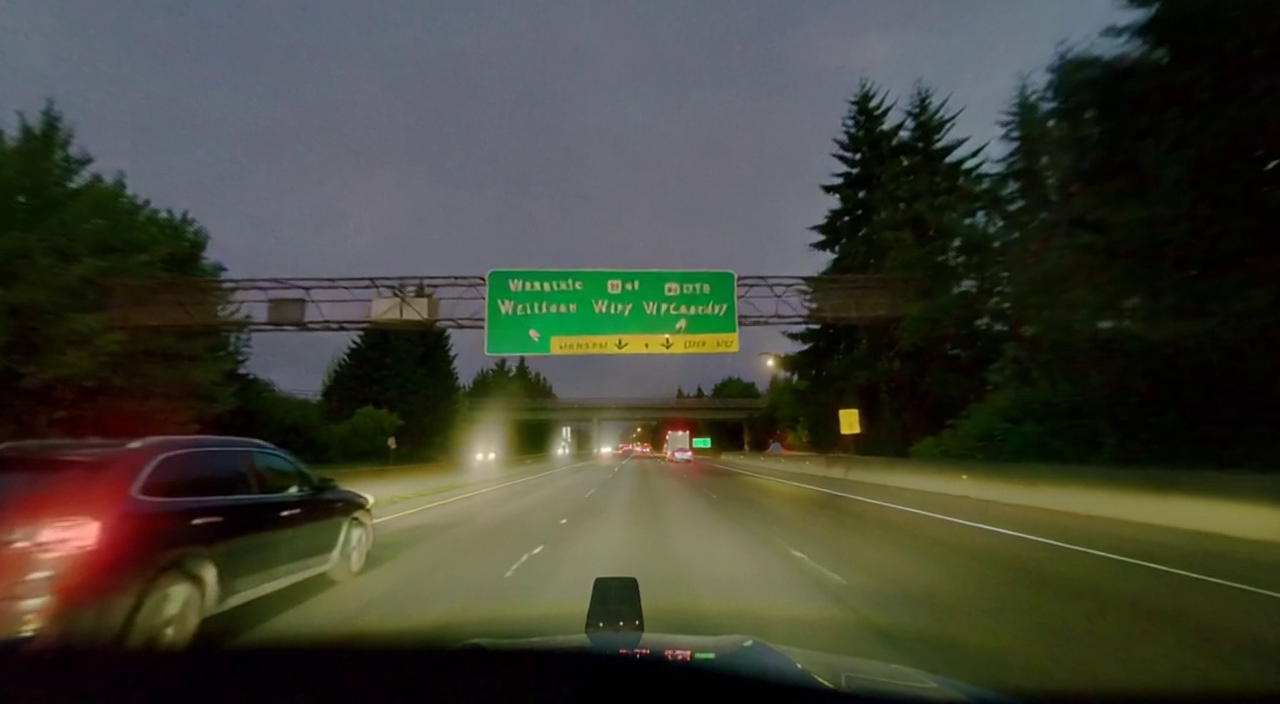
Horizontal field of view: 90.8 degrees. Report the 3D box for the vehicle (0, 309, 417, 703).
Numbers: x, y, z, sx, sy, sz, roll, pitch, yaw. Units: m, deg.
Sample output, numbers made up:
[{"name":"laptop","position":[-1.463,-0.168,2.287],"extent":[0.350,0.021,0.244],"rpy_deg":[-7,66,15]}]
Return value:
[{"name":"vehicle","position":[-3.385,1.029,4.037],"extent":[2.238,1.792,4.518],"rpy_deg":[0,-9,0]}]
